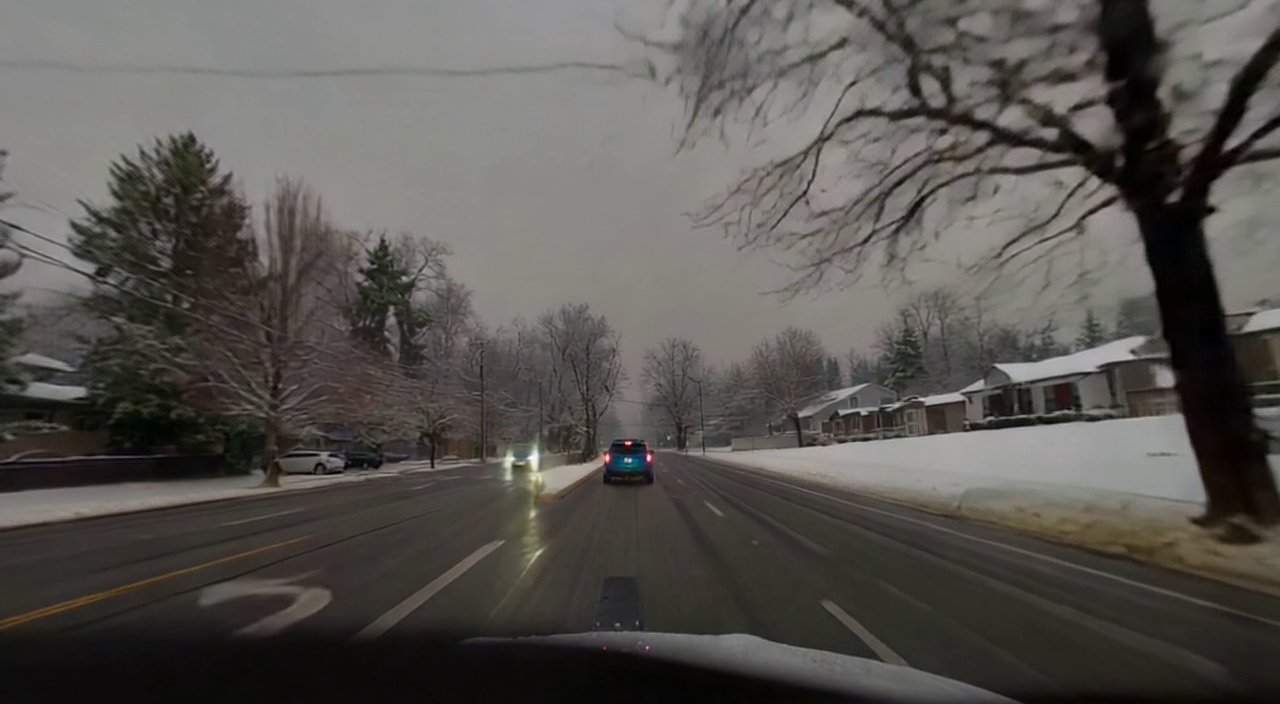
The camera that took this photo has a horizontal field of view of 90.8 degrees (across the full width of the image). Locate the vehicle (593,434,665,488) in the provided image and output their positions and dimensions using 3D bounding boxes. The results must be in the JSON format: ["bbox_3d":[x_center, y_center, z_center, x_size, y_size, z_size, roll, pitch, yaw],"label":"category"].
[{"bbox_3d":[-0.333,3.607,21.240,2.181,1.639,4.127,0,-8,0],"label":"vehicle"}]

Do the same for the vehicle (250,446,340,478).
[{"bbox_3d":[-21.615,6.863,39.710,4.470,1.917,1.932,0,-8,3],"label":"vehicle"}]

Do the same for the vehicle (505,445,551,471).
[{"bbox_3d":[-6.571,6.262,37.558,1.907,1.471,4.455,0,-8,0],"label":"vehicle"}]
